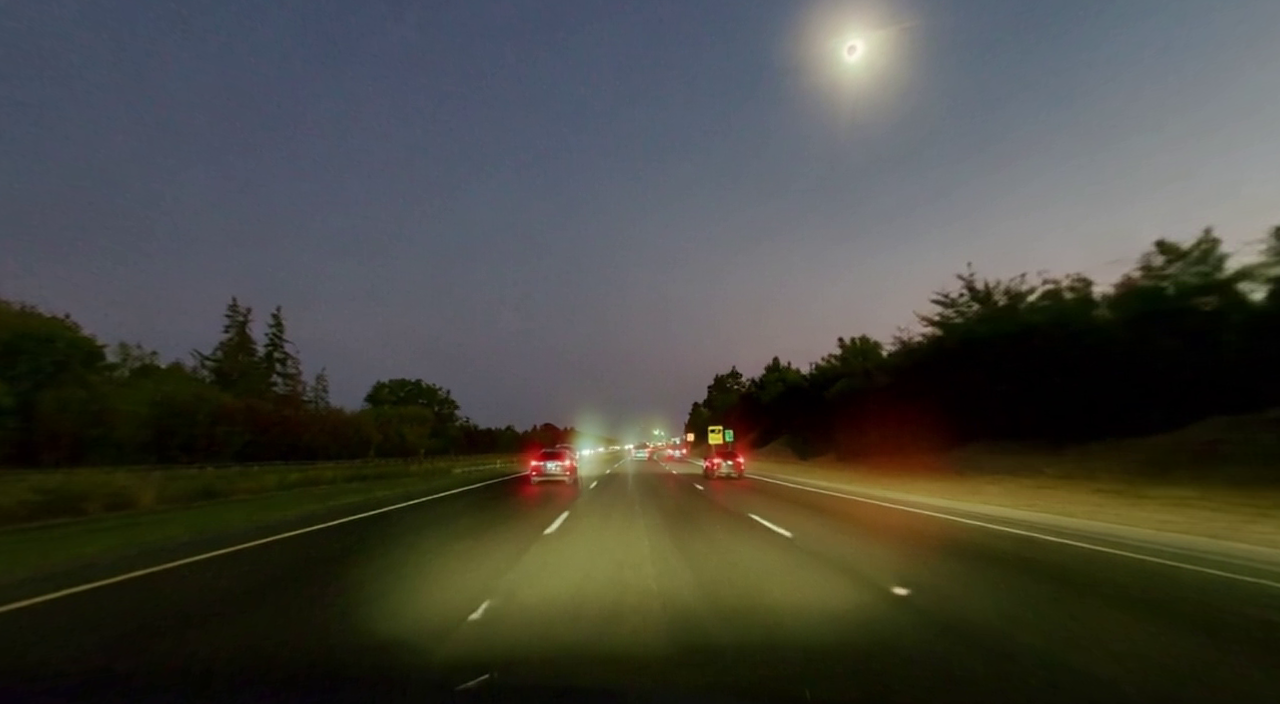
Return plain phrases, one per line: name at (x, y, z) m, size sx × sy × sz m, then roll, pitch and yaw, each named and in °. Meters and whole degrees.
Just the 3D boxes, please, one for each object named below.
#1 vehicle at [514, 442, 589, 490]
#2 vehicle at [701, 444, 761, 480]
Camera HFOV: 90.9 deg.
vehicle at (-2.939, 3.909, 21.907) m, size 2.053 × 1.483 × 4.185 m, roll 0°, pitch -9°, yaw -1°
vehicle at (3.932, 4.806, 27.790) m, size 1.926 × 1.483 × 3.528 m, roll 0°, pitch -9°, yaw -3°
